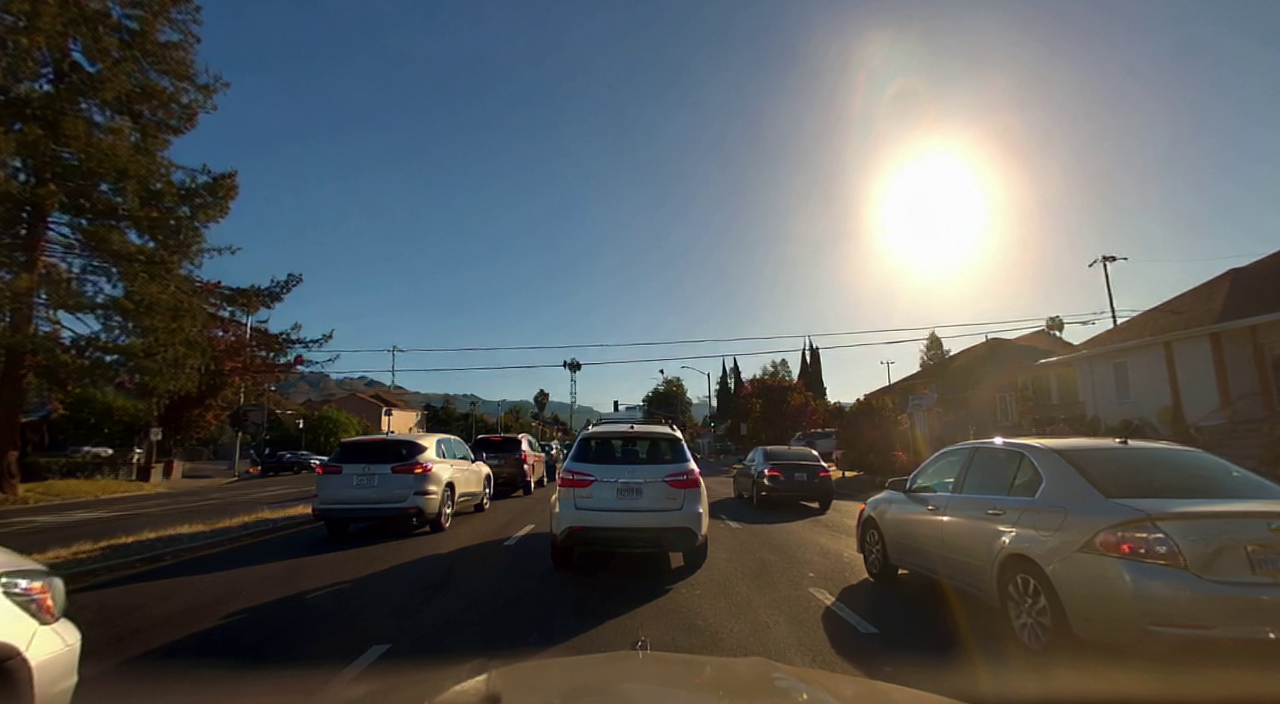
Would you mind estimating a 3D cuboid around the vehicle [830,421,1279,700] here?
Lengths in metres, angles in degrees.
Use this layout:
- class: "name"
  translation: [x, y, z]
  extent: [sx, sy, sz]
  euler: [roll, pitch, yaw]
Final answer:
- class: "vehicle"
  translation: [3.475, 1.463, 5.770]
  extent: [1.977, 1.480, 4.589]
  euler: [0, -8, -1]

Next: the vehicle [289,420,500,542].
- class: "vehicle"
  translation: [-3.716, 2.016, 10.528]
  extent: [1.864, 1.576, 4.324]
  euler: [0, -8, -2]

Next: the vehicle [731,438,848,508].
- class: "vehicle"
  translation: [3.498, 2.900, 15.603]
  extent: [1.880, 1.476, 3.932]
  euler: [0, -8, -1]

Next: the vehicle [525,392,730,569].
- class: "vehicle"
  translation: [-0.220, 1.671, 8.916]
  extent: [2.164, 1.867, 4.254]
  euler: [0, -8, -3]
